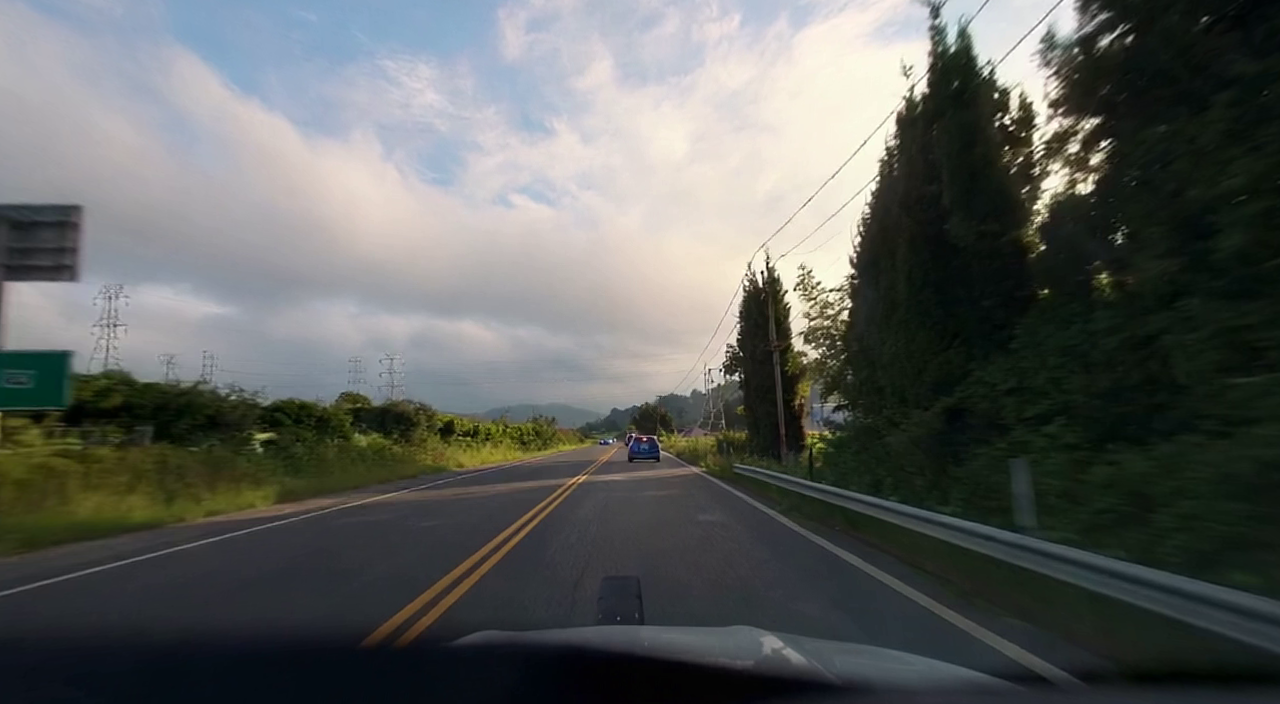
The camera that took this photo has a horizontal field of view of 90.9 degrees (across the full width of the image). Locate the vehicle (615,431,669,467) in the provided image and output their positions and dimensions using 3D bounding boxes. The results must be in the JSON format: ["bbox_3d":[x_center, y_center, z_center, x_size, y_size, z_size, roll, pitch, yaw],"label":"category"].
[{"bbox_3d":[0.042,4.311,28.198,2.241,1.471,3.829,0,-8,-1],"label":"vehicle"}]
